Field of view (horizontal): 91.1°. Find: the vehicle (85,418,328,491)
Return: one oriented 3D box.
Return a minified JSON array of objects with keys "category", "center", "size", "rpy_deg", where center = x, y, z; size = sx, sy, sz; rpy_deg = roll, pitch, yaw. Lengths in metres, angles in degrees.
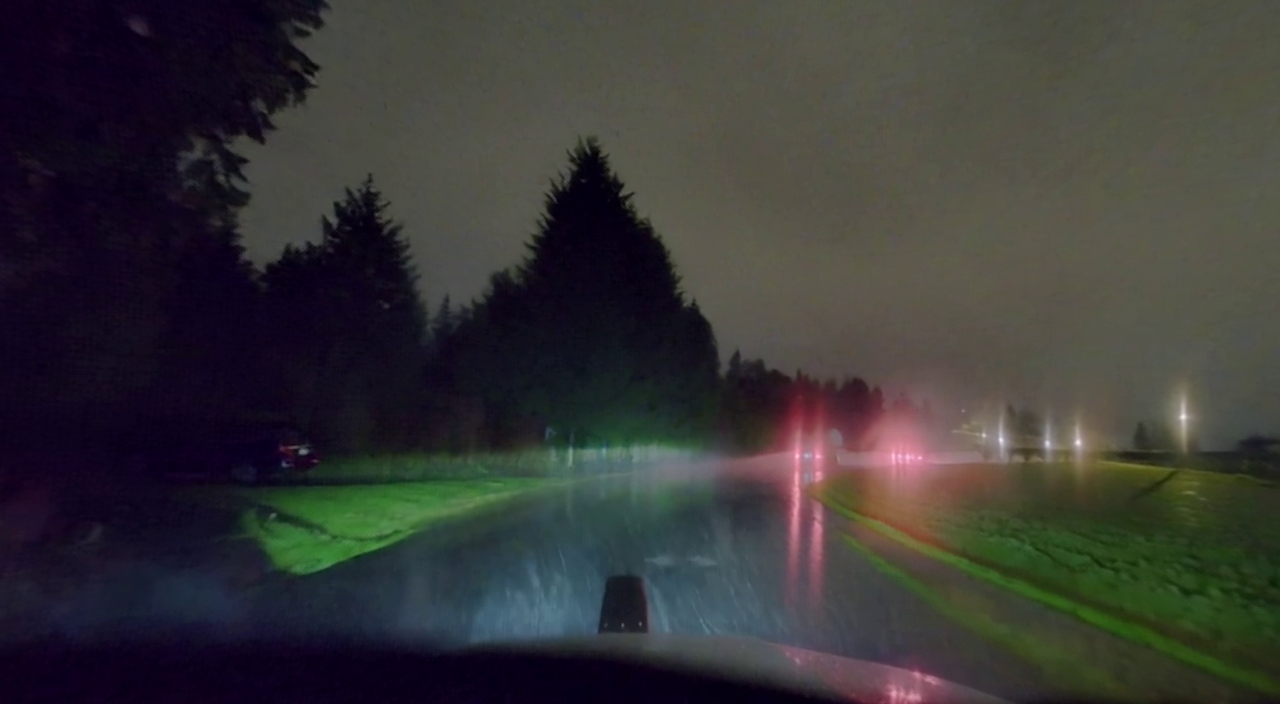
[{"category":"vehicle","center":[-10.295,2.452,15.122],"size":[4.594,1.607,1.873],"rpy_deg":[-1,-9,6]}]
